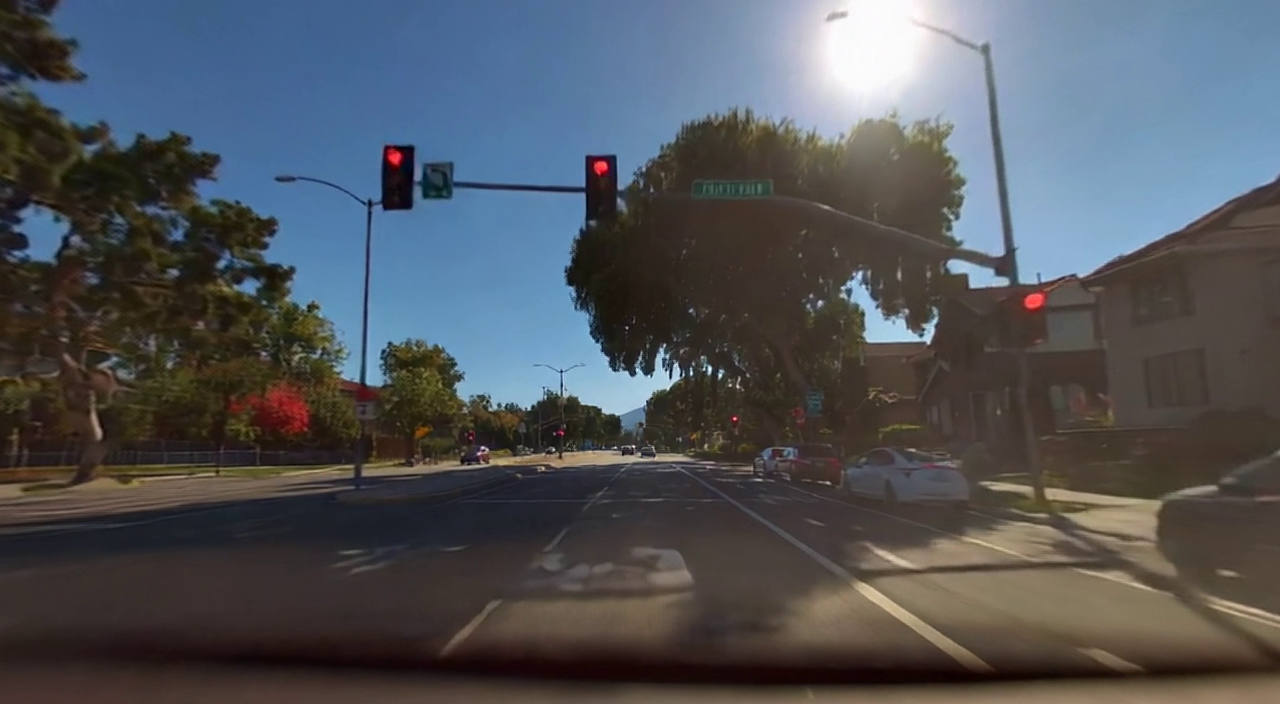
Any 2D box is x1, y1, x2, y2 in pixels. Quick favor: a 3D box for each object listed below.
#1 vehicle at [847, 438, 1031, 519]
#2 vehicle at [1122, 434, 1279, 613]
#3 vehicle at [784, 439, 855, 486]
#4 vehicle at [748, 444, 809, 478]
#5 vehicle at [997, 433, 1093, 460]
[{"bbox_3d":[6.308,2.697,13.990,1.976,1.498,4.390,0,-9,1],"label":"vehicle"},{"bbox_3d":[6.207,1.325,4.640,1.936,1.456,4.445,-1,-9,3],"label":"vehicle"},{"bbox_3d":[6.480,4.010,23.038,1.752,1.590,3.090,-1,-9,2],"label":"vehicle"},{"bbox_3d":[6.393,5.068,29.645,1.974,1.444,4.494,0,-9,2],"label":"vehicle"},{"bbox_3d":[30.378,7.120,47.492,5.683,1.922,2.104,-4,-9,23],"label":"vehicle"}]
